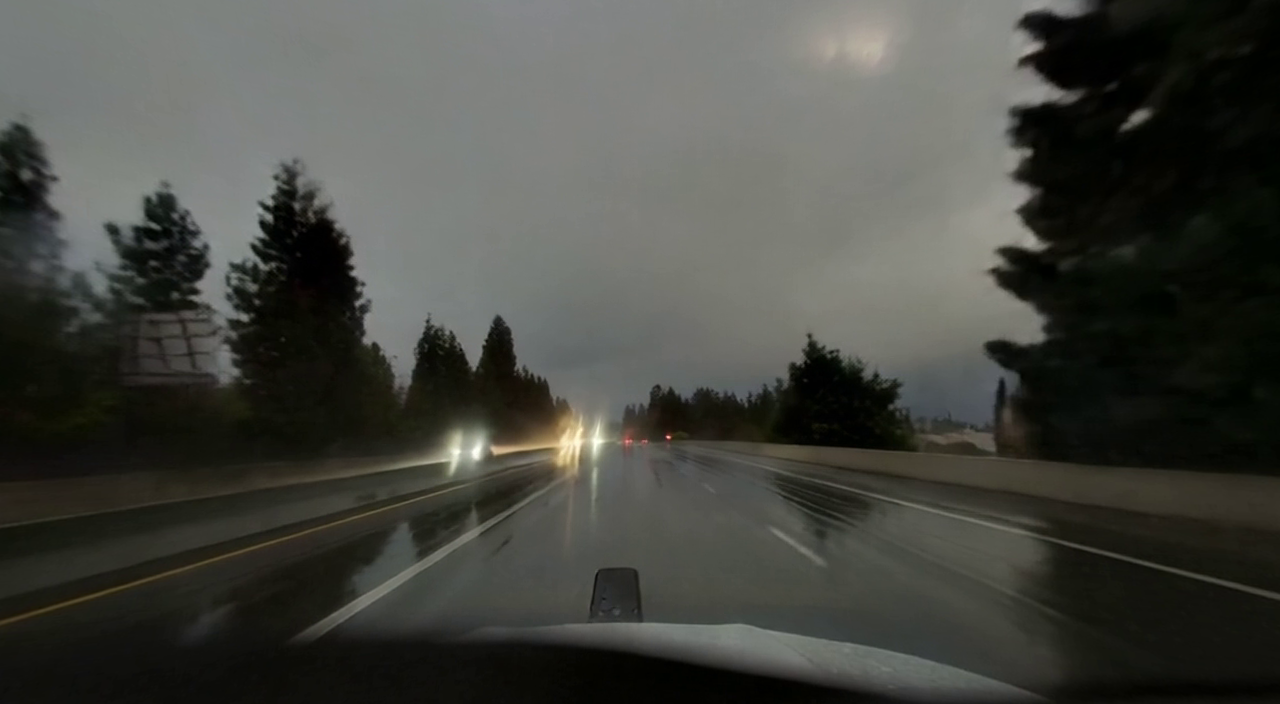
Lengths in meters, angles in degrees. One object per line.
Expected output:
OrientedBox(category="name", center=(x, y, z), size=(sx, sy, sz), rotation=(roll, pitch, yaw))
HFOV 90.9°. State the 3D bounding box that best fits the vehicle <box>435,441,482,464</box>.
OrientedBox(category="vehicle", center=(-12.507, 6.897, 43.675), size=(1.946, 1.467, 4.602), rotation=(0, -8, -1))
